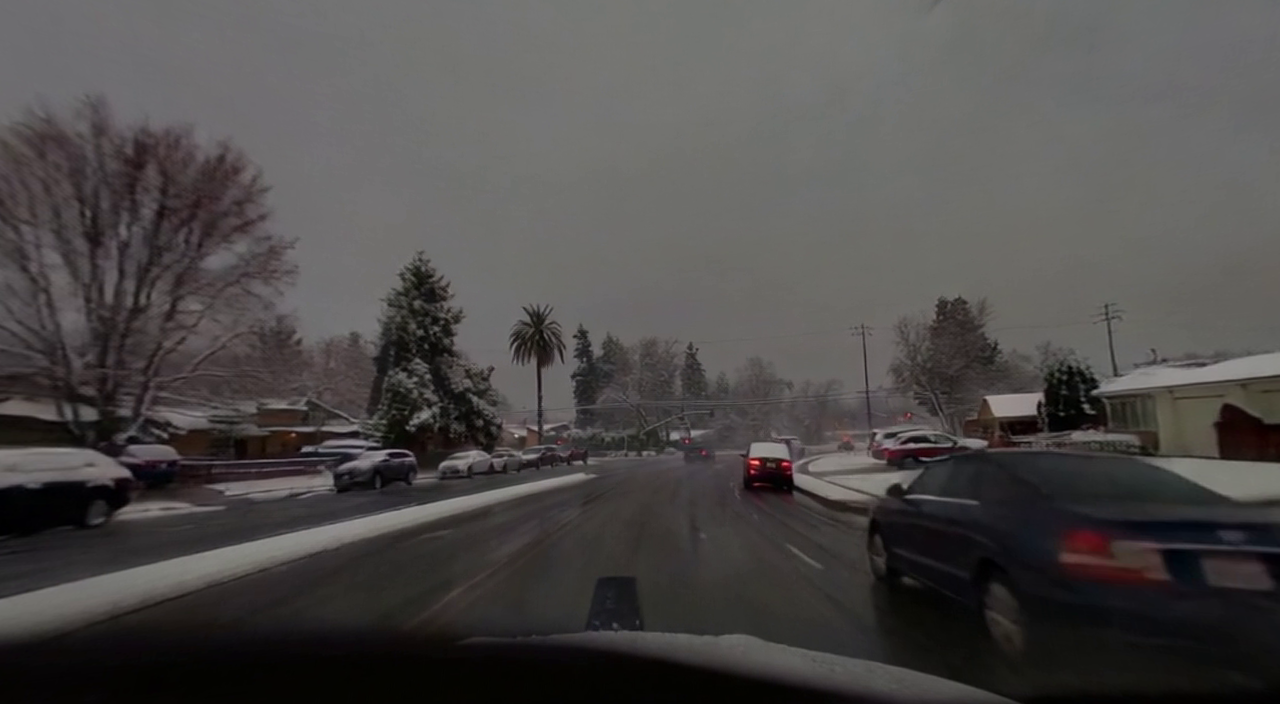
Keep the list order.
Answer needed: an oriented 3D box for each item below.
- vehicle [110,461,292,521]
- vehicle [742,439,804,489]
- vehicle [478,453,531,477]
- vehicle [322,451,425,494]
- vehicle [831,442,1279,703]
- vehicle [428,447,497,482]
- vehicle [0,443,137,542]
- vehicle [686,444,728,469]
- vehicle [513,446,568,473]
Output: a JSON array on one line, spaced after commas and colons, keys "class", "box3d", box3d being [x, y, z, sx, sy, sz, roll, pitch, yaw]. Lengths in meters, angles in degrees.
[{"class": "vehicle", "box3d": [-13.093, 4.132, 19.314, 1.866, 1.501, 4.681, -1, -9, 5]}, {"class": "vehicle", "box3d": [4.964, 4.185, 23.940, 2.043, 1.692, 4.581, -2, -9, 10]}, {"class": "vehicle", "box3d": [-9.192, 7.726, 43.266, 1.786, 1.488, 4.518, -2, -9, 12]}, {"class": "vehicle", "box3d": [-11.963, 5.424, 28.782, 1.967, 1.736, 4.730, -2, -9, 10]}, {"class": "vehicle", "box3d": [3.415, 1.556, 5.693, 2.037, 1.425, 4.621, 0, -9, 1]}, {"class": "vehicle", "box3d": [-10.466, 6.653, 37.712, 2.081, 1.948, 4.821, -1, -9, 9]}, {"class": "vehicle", "box3d": [-13.541, 2.902, 13.010, 2.131, 1.902, 4.924, -3, -9, 3]}, {"class": "vehicle", "box3d": [4.274, 6.571, 39.785, 2.035, 1.474, 4.284, -2, -9, 14]}, {"class": "vehicle", "box3d": [-7.649, 8.359, 49.307, 2.051, 1.957, 5.968, -2, -9, 14]}]
